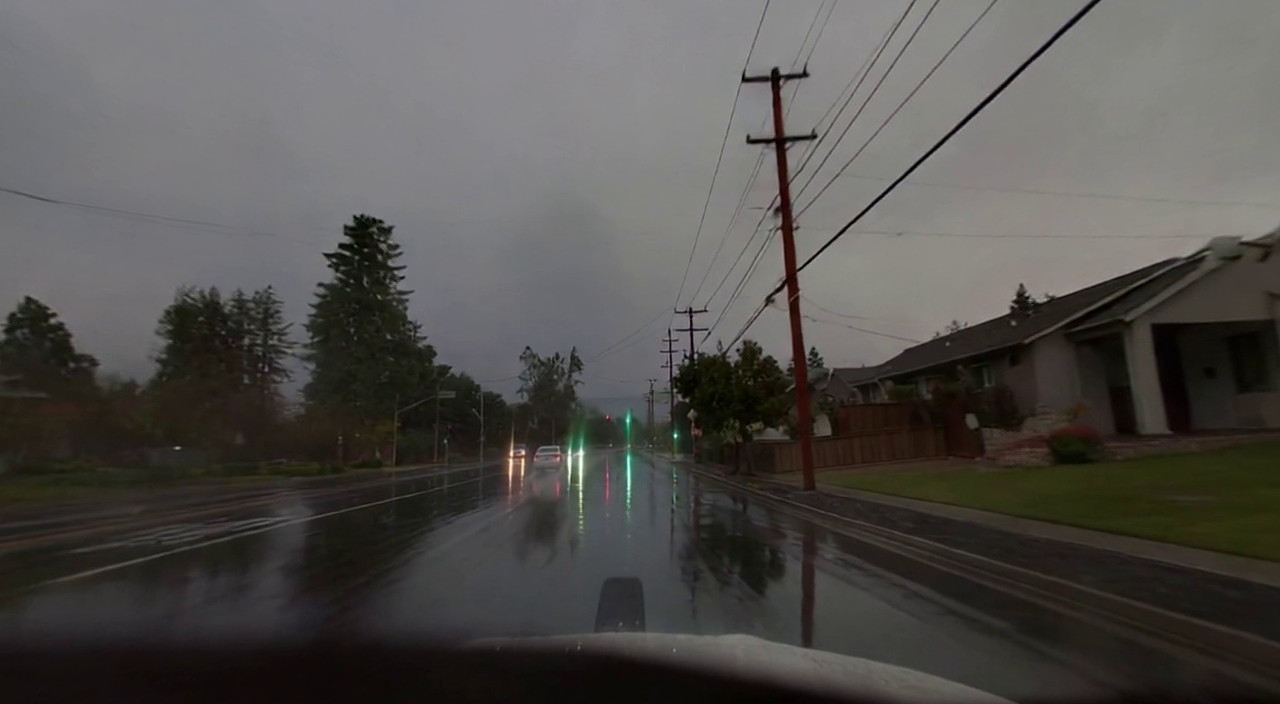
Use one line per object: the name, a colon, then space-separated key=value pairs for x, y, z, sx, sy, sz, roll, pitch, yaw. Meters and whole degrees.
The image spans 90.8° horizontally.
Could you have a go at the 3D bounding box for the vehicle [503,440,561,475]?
vehicle: x=-4.898 y=4.844 z=29.326 sx=2.041 sy=1.471 sz=4.602 roll=0 pitch=-8 yaw=-2

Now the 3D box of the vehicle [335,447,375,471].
vehicle: x=-21.673 y=8.050 z=47.893 sx=2.223 sy=1.673 sz=4.608 roll=5 pitch=-10 yaw=-30
